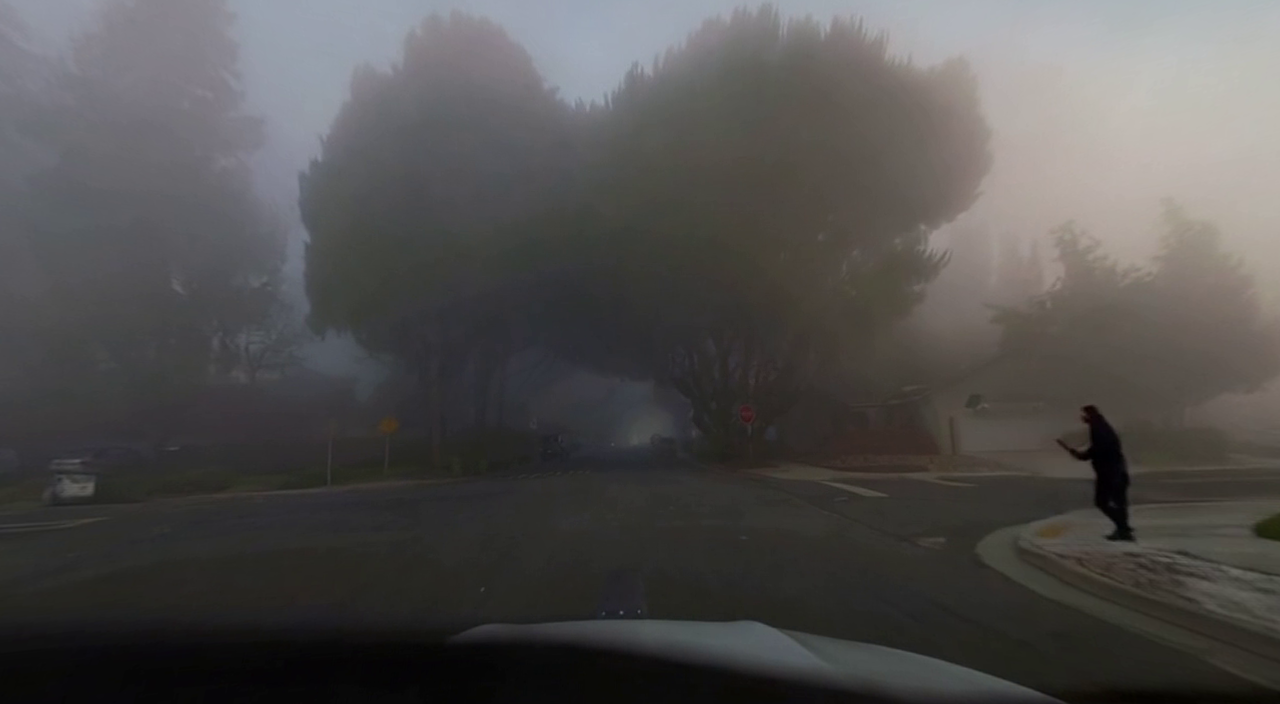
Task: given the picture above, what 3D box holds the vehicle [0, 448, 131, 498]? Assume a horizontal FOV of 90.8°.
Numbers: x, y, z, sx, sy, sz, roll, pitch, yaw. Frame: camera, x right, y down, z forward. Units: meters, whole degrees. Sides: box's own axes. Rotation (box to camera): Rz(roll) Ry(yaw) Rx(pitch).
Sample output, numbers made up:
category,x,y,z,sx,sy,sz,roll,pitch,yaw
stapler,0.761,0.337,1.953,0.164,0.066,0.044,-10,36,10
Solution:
category,x,y,z,sx,sy,sz,roll,pitch,yaw
vehicle,-24.864,5.137,26.964,2.004,1.856,4.934,-4,-9,2
